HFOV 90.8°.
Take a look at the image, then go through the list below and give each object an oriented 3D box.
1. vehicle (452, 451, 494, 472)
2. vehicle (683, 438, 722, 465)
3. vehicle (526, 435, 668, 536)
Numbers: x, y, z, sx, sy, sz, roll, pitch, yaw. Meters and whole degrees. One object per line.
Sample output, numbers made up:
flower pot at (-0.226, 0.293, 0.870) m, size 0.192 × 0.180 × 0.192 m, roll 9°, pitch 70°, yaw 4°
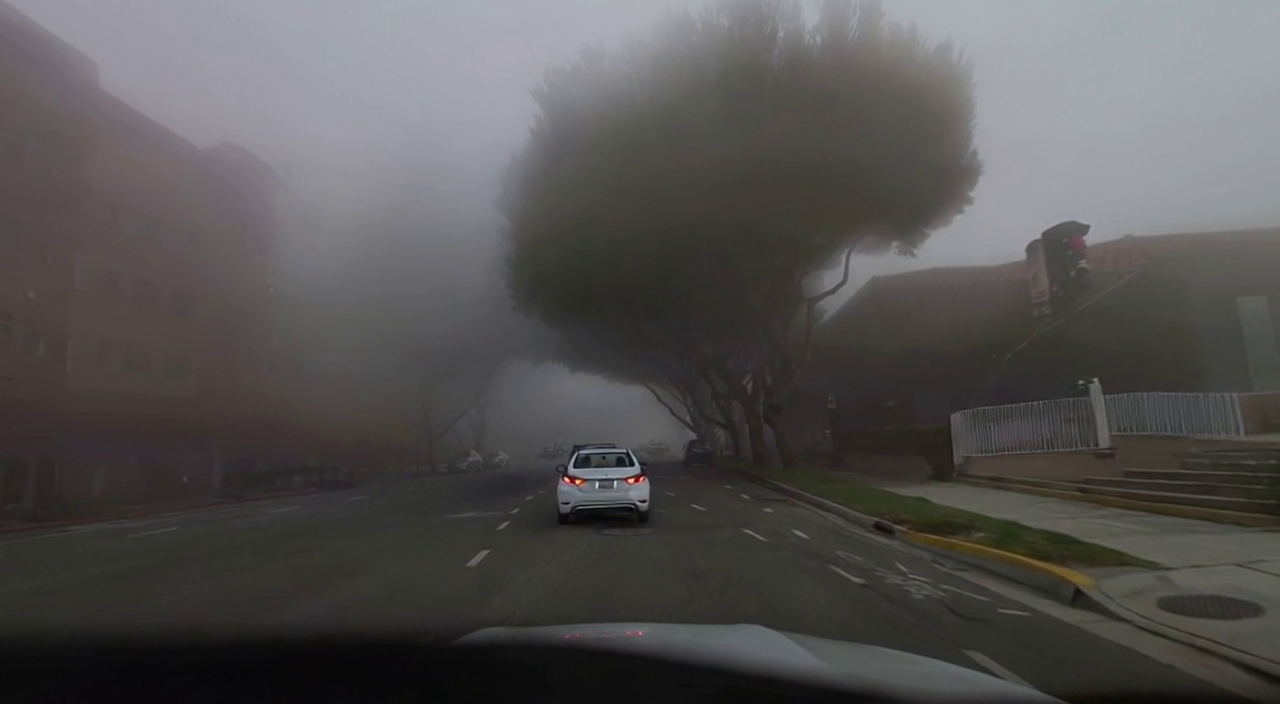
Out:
vehicle at (-12.783, 8.405, 48.592) m, size 1.962 × 1.472 × 4.387 m, roll -1°, pitch -8°, yaw 2°
vehicle at (3.646, 5.903, 37.619) m, size 1.972 × 1.484 × 3.974 m, roll 0°, pitch -8°, yaw 1°
vehicle at (-0.760, 2.335, 11.745) m, size 2.116 × 1.479 × 4.358 m, roll 0°, pitch -8°, yaw -3°
